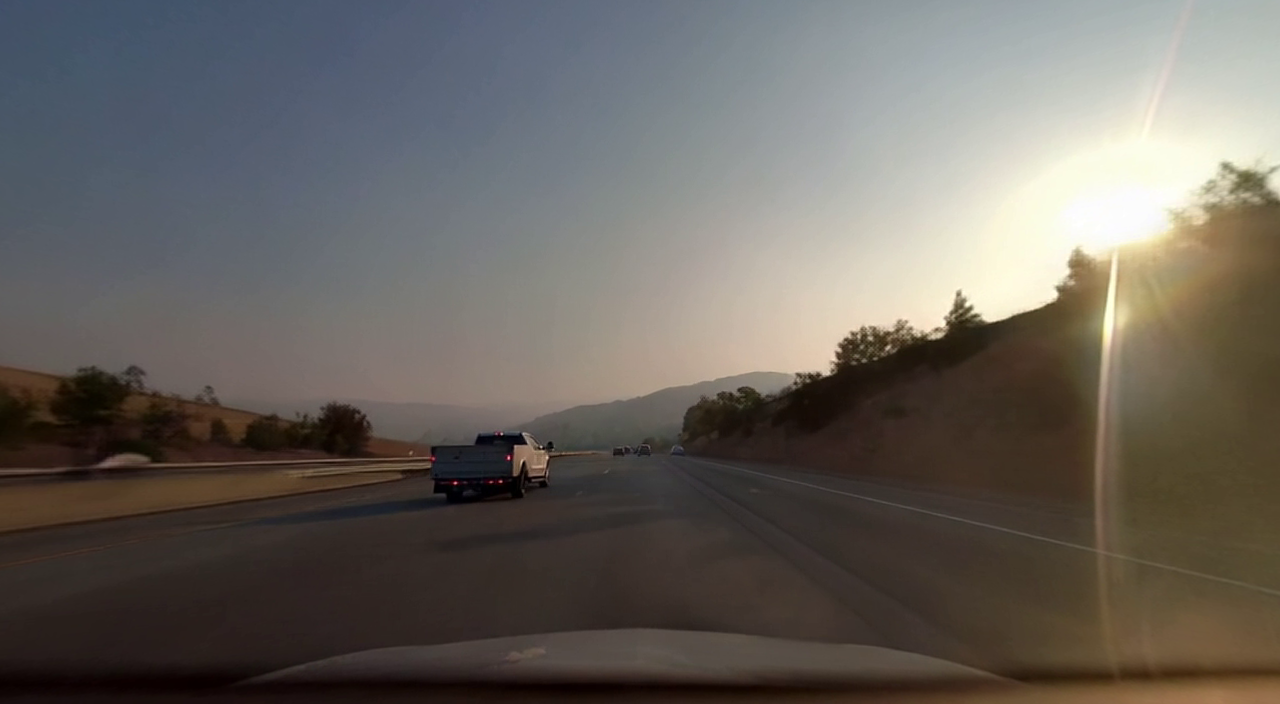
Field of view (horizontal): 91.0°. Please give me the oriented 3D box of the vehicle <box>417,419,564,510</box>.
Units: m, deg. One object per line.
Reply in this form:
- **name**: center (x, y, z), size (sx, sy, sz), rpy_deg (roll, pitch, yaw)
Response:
- **vehicle**: center (-3.544, 2.828, 16.331), size (2.379, 1.918, 5.504), rpy_deg (0, -8, 1)
